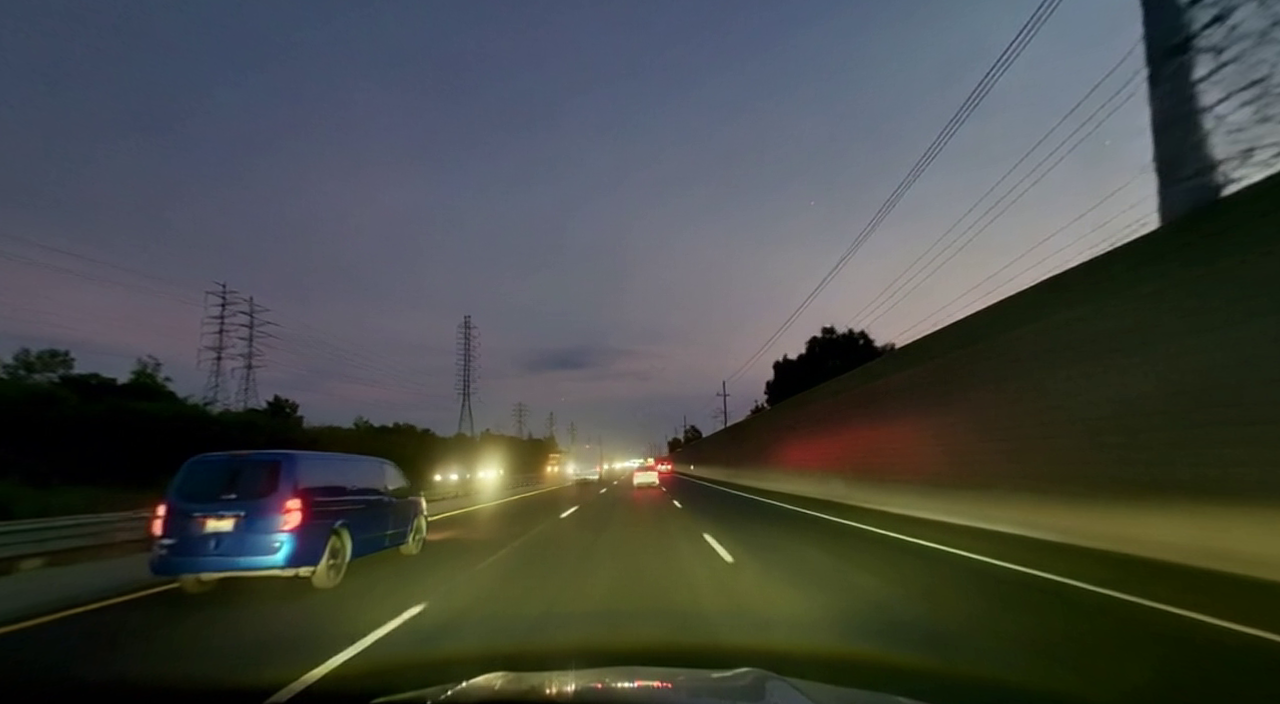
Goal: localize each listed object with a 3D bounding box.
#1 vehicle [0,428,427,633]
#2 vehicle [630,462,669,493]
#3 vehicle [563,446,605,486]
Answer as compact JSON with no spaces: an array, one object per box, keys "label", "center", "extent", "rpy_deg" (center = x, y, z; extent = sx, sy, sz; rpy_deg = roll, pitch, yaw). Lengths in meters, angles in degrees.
[{"label":"vehicle","center":[-4.275,1.798,7.216],"extent":[2.023,1.541,4.543],"rpy_deg":[1,-10,1]},{"label":"vehicle","center":[0.454,6.817,34.423],"extent":[2.006,1.554,3.863],"rpy_deg":[1,-10,-1]},{"label":"vehicle","center":[-3.842,8.115,44.761],"extent":[2.394,2.609,6.875],"rpy_deg":[1,-10,0]}]
